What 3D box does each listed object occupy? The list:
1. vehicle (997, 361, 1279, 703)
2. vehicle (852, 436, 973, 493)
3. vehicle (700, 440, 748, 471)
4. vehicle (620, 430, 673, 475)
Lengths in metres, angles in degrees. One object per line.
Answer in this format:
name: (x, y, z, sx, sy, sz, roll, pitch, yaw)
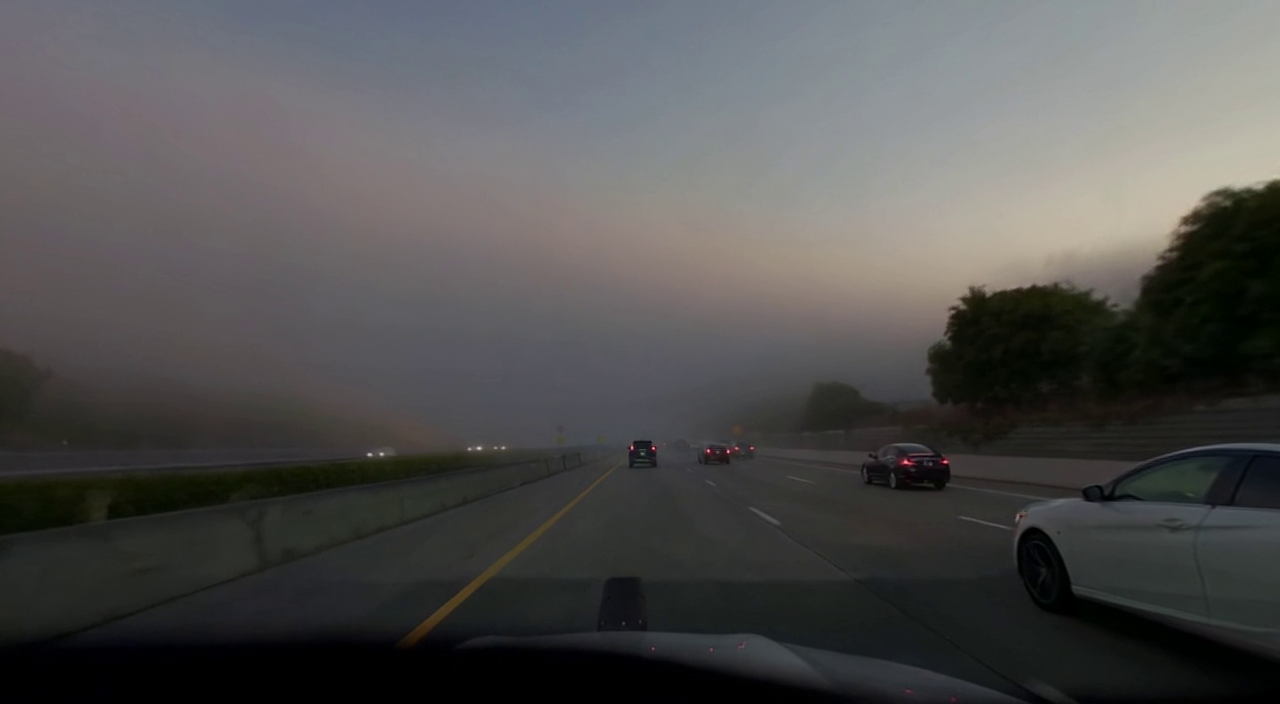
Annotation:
vehicle: (3.769, 0.862, 2.643, 2.003, 1.661, 4.418, -1, -8, 1)
vehicle: (8.129, 3.361, 19.263, 1.810, 1.516, 4.183, 0, -8, 0)
vehicle: (4.222, 5.232, 32.112, 1.825, 1.487, 4.034, 0, -8, -1)
vehicle: (0.272, 4.474, 28.273, 2.189, 1.852, 4.038, 0, -8, 0)
